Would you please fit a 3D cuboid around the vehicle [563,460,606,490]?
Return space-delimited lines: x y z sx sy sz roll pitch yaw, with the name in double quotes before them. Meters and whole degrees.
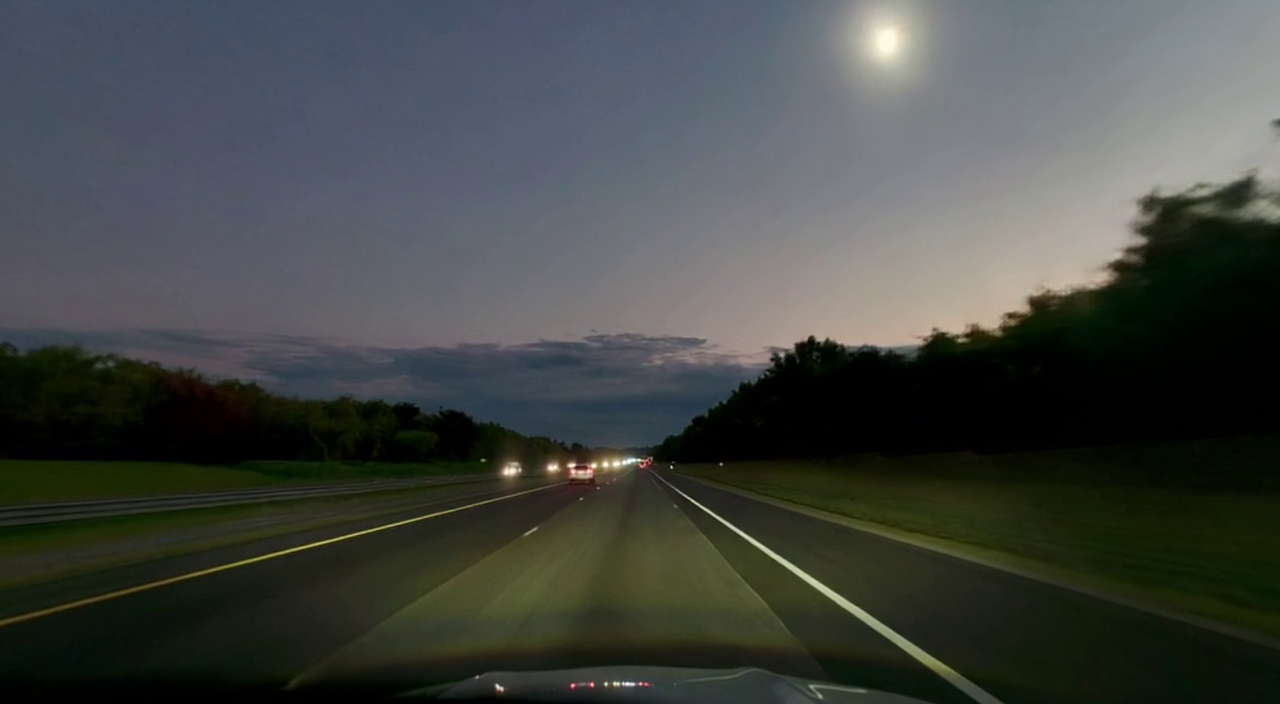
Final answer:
"vehicle" -3.054 6.898 35.424 1.900 1.550 4.146 1 -10 1
